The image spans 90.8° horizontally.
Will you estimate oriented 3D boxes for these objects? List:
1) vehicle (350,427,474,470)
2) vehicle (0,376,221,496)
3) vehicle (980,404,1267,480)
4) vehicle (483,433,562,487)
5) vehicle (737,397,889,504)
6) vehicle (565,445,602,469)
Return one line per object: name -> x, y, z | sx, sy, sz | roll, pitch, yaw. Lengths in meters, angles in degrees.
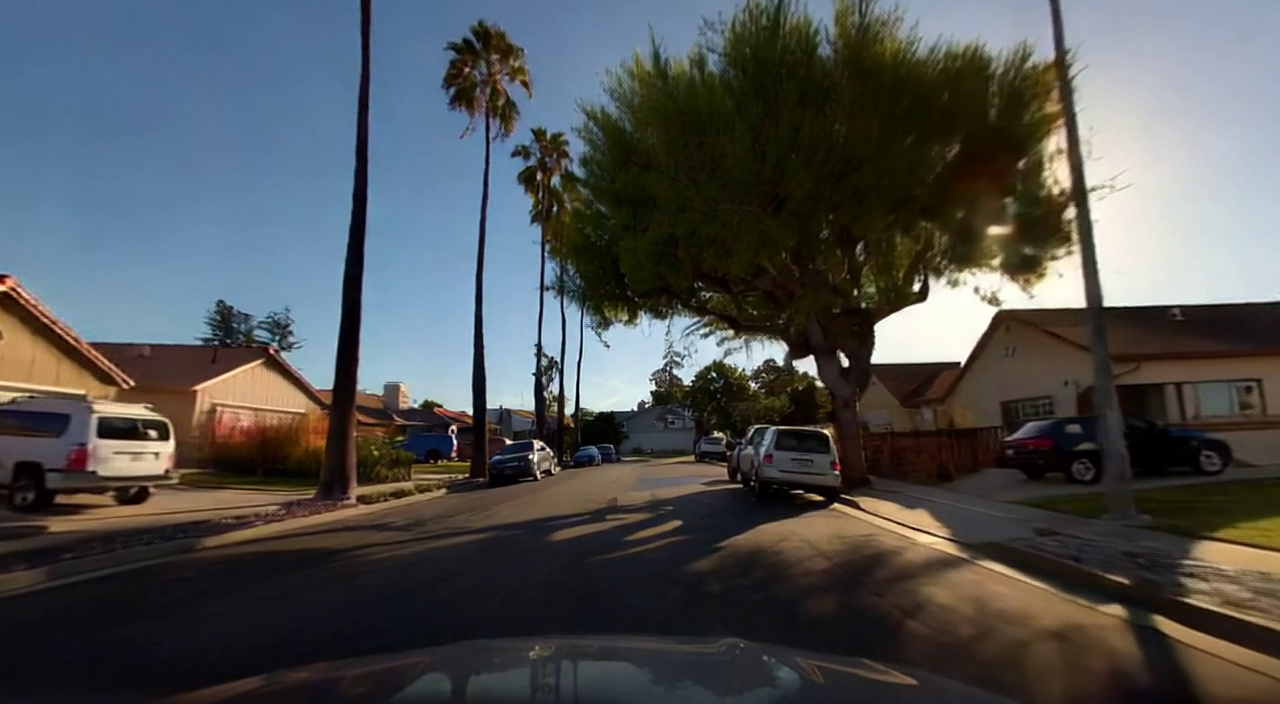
vehicle -> -10.758, 4.600, 30.192 | 4.991, 1.947, 2.329 | 0, -8, 0
vehicle -> -11.241, 1.552, 11.607 | 5.340, 1.948, 2.398 | 0, -9, 2
vehicle -> 10.348, 1.987, 13.863 | 4.643, 1.520, 1.826 | -1, -9, 4
vehicle -> -4.378, 4.058, 24.374 | 2.147, 1.823, 4.725 | -1, -7, 0
vehicle -> 3.800, 2.362, 15.303 | 2.184, 2.038, 6.212 | 0, -9, 3
vehicle -> -3.727, 7.097, 42.436 | 2.080, 1.479, 4.531 | -1, -10, 0
